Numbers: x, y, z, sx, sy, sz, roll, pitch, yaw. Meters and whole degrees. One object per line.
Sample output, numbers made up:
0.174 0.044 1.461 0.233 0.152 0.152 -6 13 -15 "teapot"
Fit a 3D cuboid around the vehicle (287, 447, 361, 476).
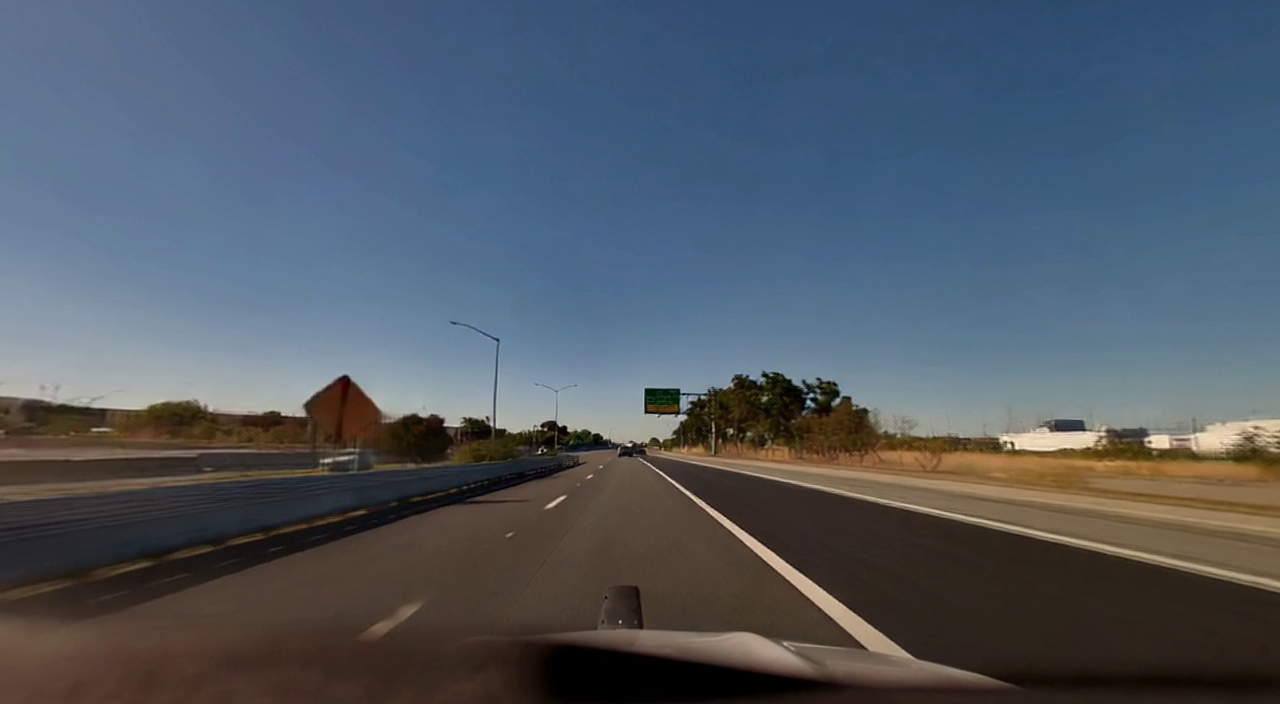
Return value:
-17.781 6.176 35.531 1.869 1.469 4.602 0 -9 -1 "vehicle"
